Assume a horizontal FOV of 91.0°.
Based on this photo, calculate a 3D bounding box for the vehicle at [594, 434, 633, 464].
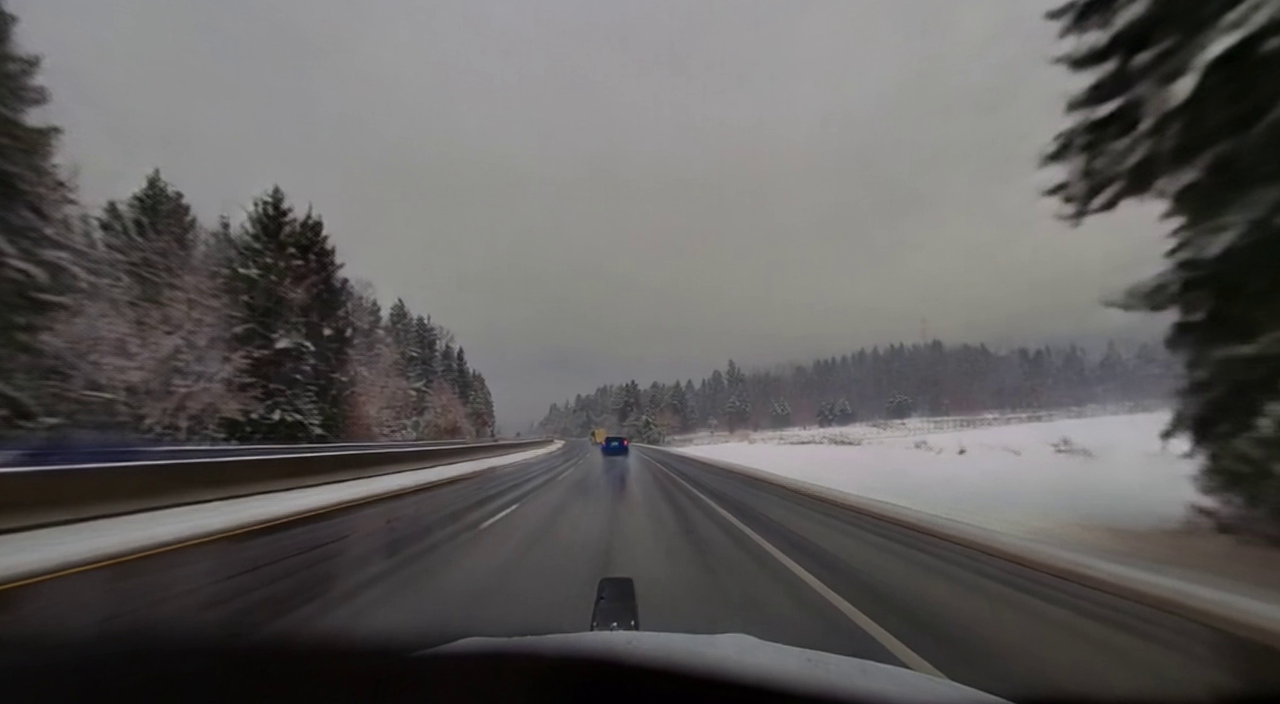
[{"bbox_3d":[-1.408,5.313,34.602,2.004,1.515,3.968,0,-8,-1],"label":"vehicle"}]
